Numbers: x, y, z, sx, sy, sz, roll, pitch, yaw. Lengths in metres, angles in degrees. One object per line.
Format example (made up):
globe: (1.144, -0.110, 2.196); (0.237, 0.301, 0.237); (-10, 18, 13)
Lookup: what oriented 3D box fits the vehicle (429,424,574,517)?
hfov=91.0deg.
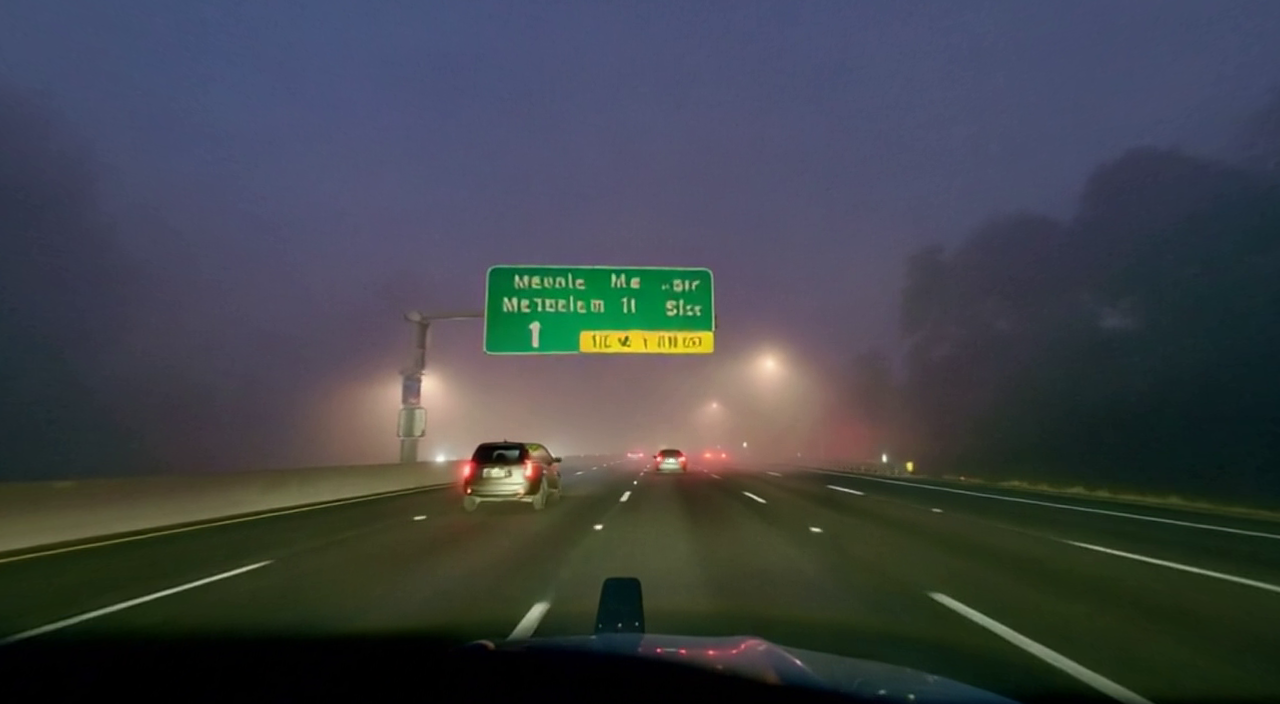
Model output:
vehicle: (-2.884, 2.596, 14.245); (2.142, 1.724, 4.344); (0, -9, 2)

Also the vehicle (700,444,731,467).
vehicle: (5.786, 7.981, 48.698); (1.975, 1.650, 4.257); (0, -9, 1)

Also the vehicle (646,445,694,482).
vehicle: (1.301, 4.944, 28.212); (2.004, 1.471, 4.032); (0, -9, 1)
